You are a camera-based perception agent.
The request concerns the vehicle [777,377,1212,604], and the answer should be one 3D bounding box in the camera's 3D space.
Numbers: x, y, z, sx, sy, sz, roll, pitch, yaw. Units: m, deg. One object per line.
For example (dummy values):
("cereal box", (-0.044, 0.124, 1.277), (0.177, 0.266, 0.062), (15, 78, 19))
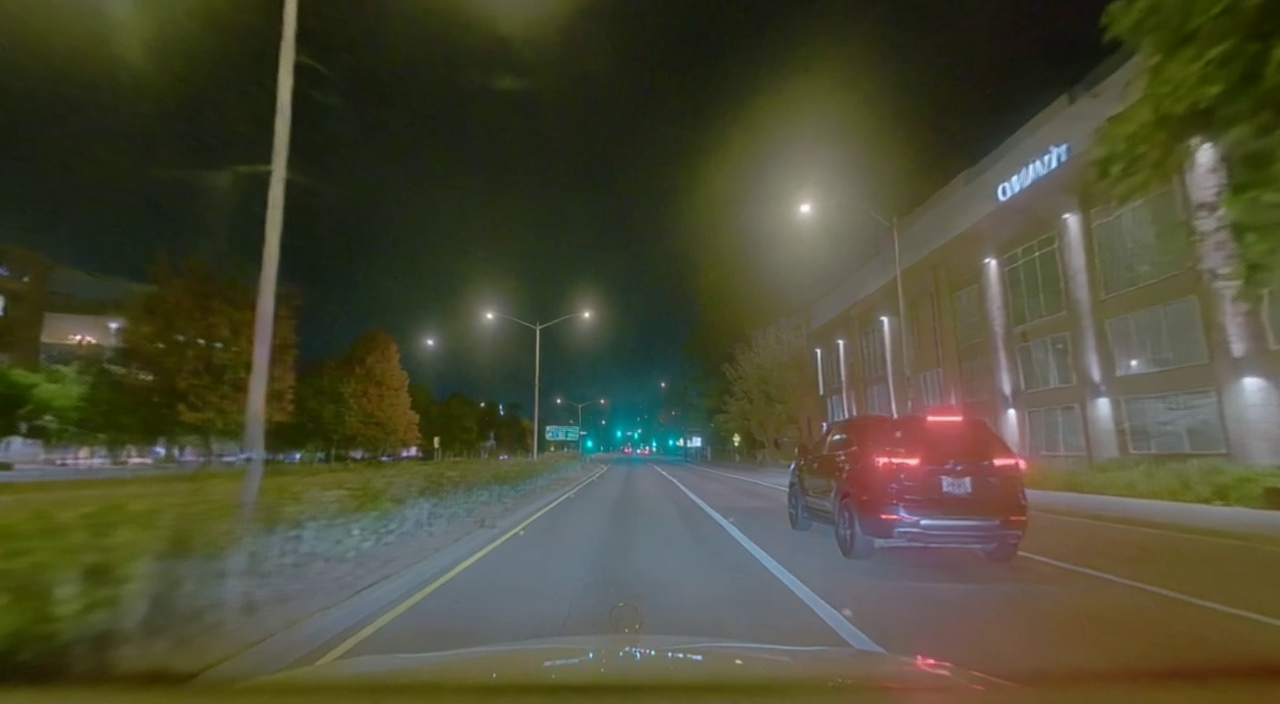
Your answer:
("vehicle", (3.662, 1.591, 8.168), (2.505, 1.971, 5.162), (0, -9, -1))
